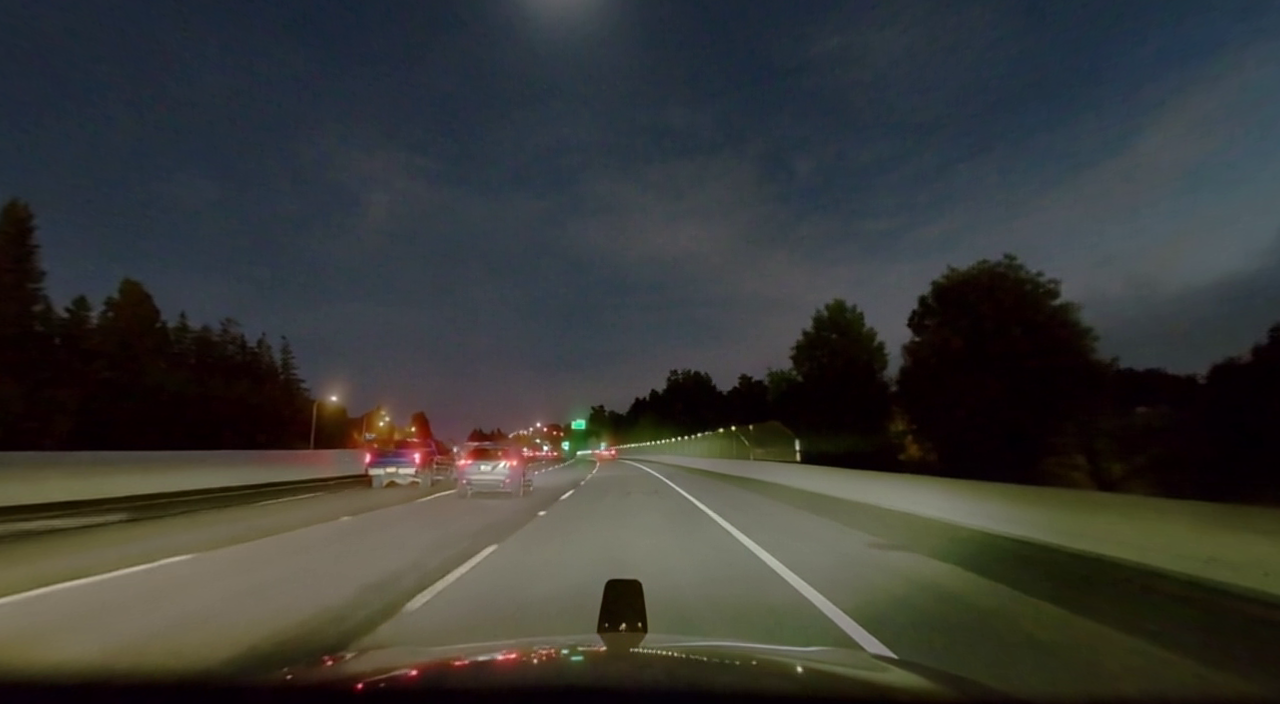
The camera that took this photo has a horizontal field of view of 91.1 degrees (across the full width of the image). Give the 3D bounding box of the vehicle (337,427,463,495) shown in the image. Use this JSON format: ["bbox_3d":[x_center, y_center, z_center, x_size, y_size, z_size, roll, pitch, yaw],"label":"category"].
[{"bbox_3d":[-7.744,3.570,20.981,2.160,1.949,5.293,0,-9,-1],"label":"vehicle"}]

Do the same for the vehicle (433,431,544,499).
[{"bbox_3d":[-4.379,3.354,19.085,2.142,1.789,5.009,0,-9,-1],"label":"vehicle"}]
